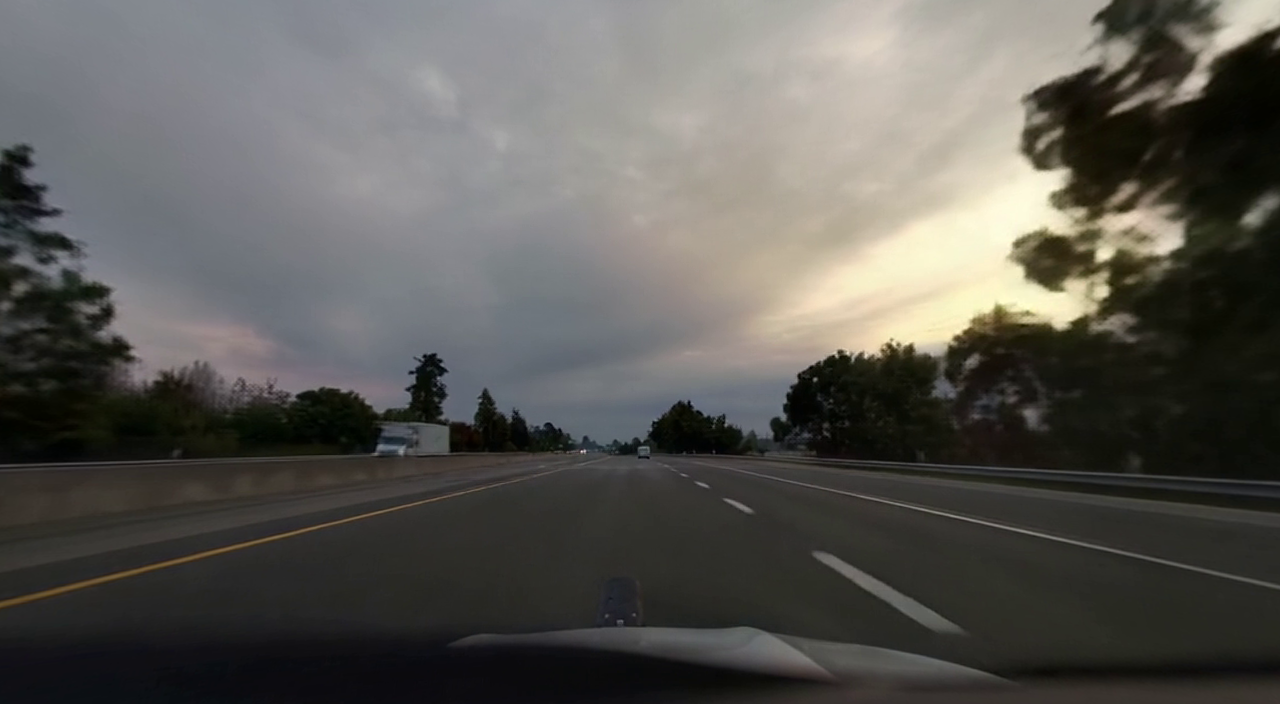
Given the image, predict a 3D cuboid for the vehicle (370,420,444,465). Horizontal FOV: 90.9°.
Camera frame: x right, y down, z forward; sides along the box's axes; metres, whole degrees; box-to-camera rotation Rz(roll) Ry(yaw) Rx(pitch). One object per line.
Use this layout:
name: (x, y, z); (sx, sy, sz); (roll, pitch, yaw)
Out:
vehicle: (-17.578, 6.976, 48.230); (2.685, 3.137, 7.722); (0, -9, 0)
